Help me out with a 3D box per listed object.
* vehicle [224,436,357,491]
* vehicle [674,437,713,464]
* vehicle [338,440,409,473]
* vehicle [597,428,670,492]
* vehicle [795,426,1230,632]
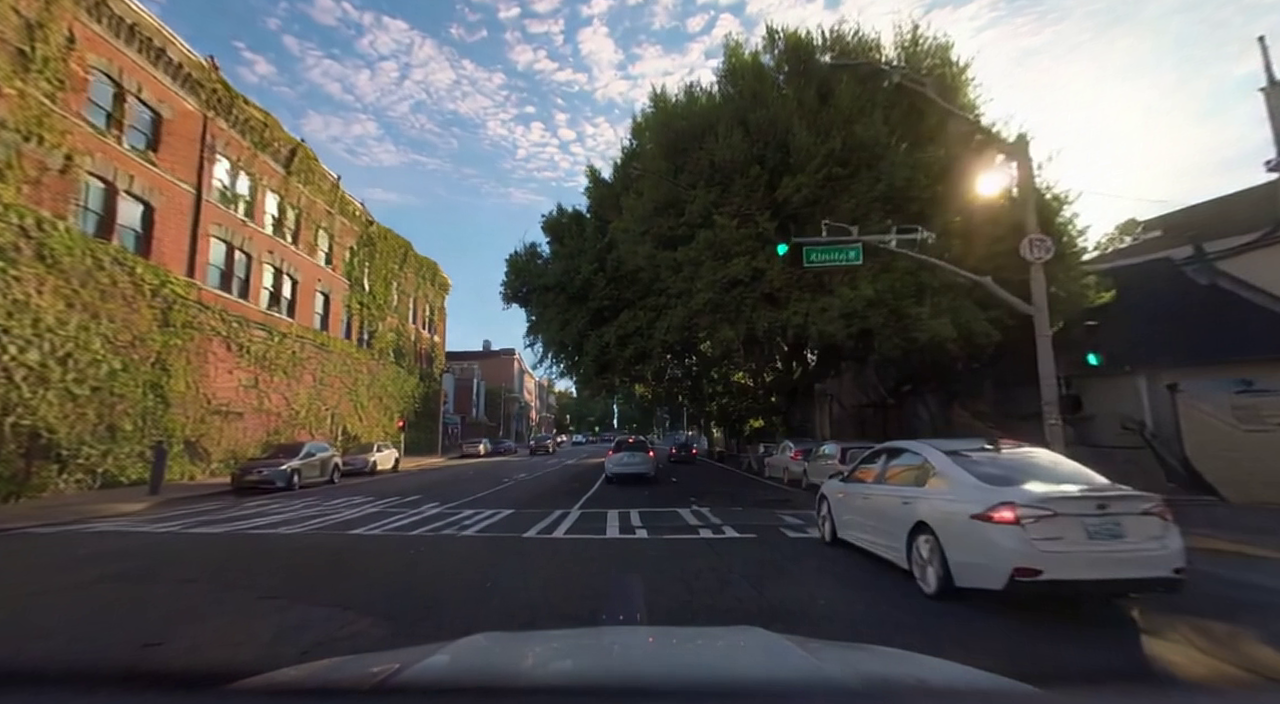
[{"bbox_3d":[-14.210,4.543,26.241,2.191,2.011,5.556,-1,-8,2],"label":"vehicle"},{"bbox_3d":[3.079,5.772,37.095,1.852,1.462,4.155,0,-8,-1],"label":"vehicle"},{"bbox_3d":[-14.287,5.626,34.146,1.891,1.659,4.360,0,-8,0],"label":"vehicle"},{"bbox_3d":[-0.203,3.493,20.698,2.105,1.842,4.537,0,-8,0],"label":"vehicle"},{"bbox_3d":[3.341,1.663,7.070,2.026,1.499,4.662,0,-8,0],"label":"vehicle"}]
